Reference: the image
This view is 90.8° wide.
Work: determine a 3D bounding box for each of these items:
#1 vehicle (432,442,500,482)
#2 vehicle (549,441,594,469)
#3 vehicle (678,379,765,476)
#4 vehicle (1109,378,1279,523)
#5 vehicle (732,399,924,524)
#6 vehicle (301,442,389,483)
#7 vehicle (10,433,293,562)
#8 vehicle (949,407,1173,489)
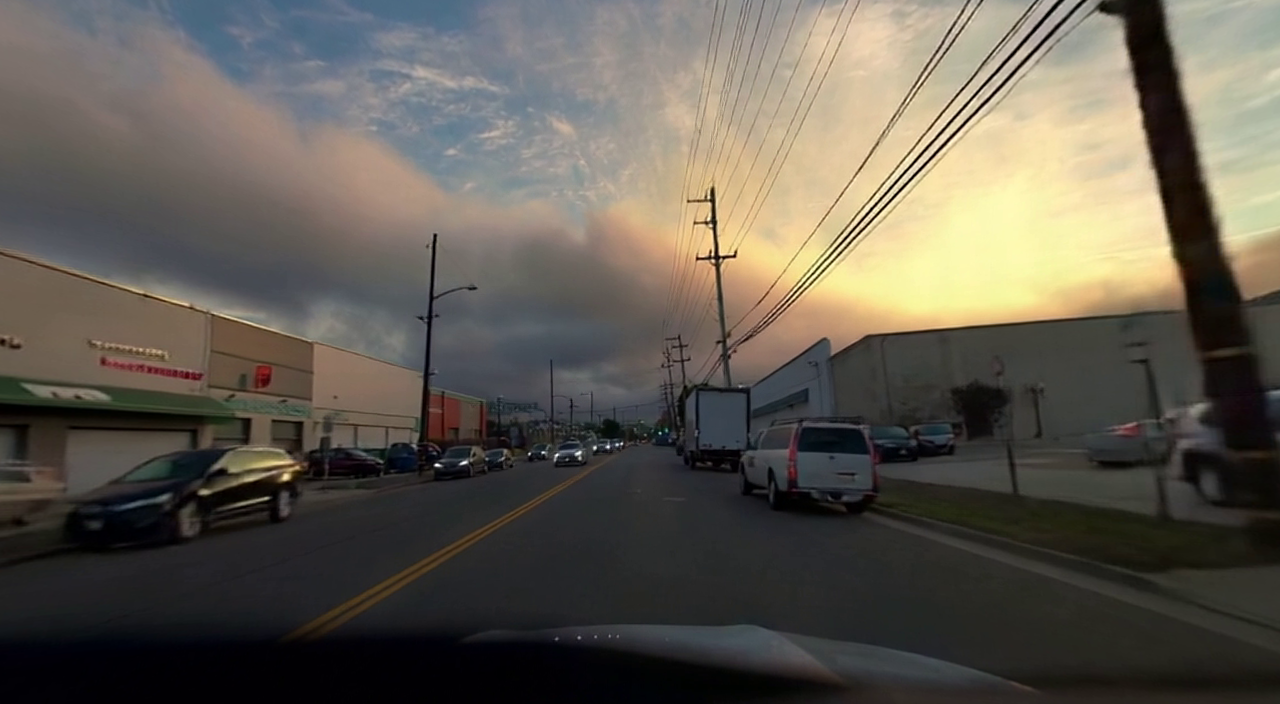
[{"bbox_3d":[-8.337,5.285,30.667,1.954,1.622,4.761,-5,-9,-1],"label":"vehicle"},{"bbox_3d":[-4.013,6.126,37.648,2.020,1.528,4.258,-2,-9,2],"label":"vehicle"},{"bbox_3d":[3.459,3.599,29.106,2.874,3.757,8.612,0,-9,0],"label":"vehicle"},{"bbox_3d":[9.275,1.320,8.699,1.985,1.858,4.831,-2,-8,2],"label":"vehicle"},{"bbox_3d":[3.522,2.272,13.490,2.249,2.026,6.211,0,-9,1],"label":"vehicle"},{"bbox_3d":[-14.550,5.461,31.490,2.001,1.838,4.855,0,-9,0],"label":"vehicle"},{"bbox_3d":[-8.384,2.479,11.495,1.921,1.750,4.208,-4,-9,-2],"label":"vehicle"},{"bbox_3d":[9.104,2.164,14.239,1.851,1.541,4.336,0,-9,-3],"label":"vehicle"}]
